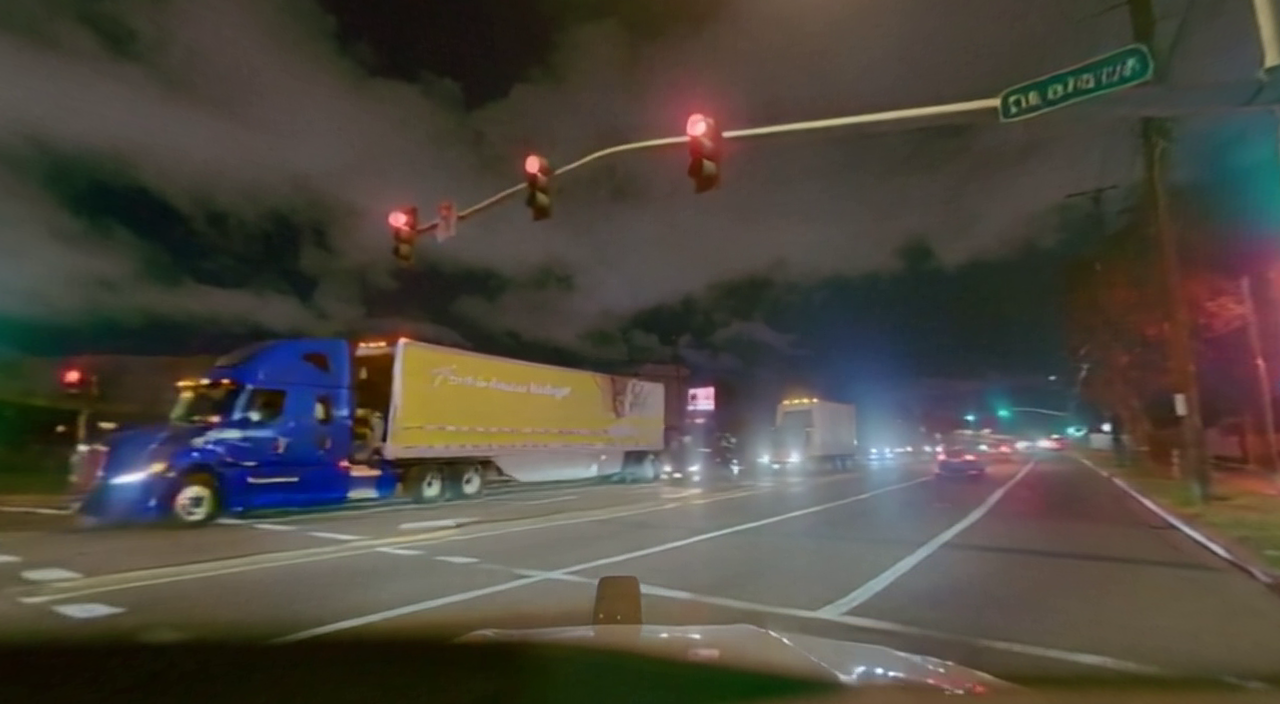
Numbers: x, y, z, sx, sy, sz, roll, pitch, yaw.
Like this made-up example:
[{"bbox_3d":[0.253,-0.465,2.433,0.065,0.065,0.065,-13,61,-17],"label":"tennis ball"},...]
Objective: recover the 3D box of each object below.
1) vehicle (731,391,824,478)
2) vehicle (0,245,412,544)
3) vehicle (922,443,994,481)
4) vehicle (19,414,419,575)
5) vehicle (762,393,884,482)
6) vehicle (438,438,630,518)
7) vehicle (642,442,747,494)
[{"bbox_3d":[6.706,4.005,30.765,3.027,3.903,3.372,-8,-9,34],"label":"vehicle"},{"bbox_3d":[-9.032,1.081,12.561,3.029,4.352,8.167,-6,-10,32],"label":"vehicle"},{"bbox_3d":[14.055,4.778,27.829,2.040,1.492,5.114,-6,-10,34],"label":"vehicle"},{"bbox_3d":[-6.557,2.113,10.622,2.200,1.893,5.079,-8,-8,32],"label":"vehicle"},{"bbox_3d":[10.248,4.588,34.659,3.434,4.193,9.012,-8,-9,34],"label":"vehicle"},{"bbox_3d":[-2.515,3.125,16.273,1.949,1.510,4.958,-9,-9,33],"label":"vehicle"},{"bbox_3d":[2.136,4.299,23.776,1.919,1.512,4.443,-9,-9,33],"label":"vehicle"}]
